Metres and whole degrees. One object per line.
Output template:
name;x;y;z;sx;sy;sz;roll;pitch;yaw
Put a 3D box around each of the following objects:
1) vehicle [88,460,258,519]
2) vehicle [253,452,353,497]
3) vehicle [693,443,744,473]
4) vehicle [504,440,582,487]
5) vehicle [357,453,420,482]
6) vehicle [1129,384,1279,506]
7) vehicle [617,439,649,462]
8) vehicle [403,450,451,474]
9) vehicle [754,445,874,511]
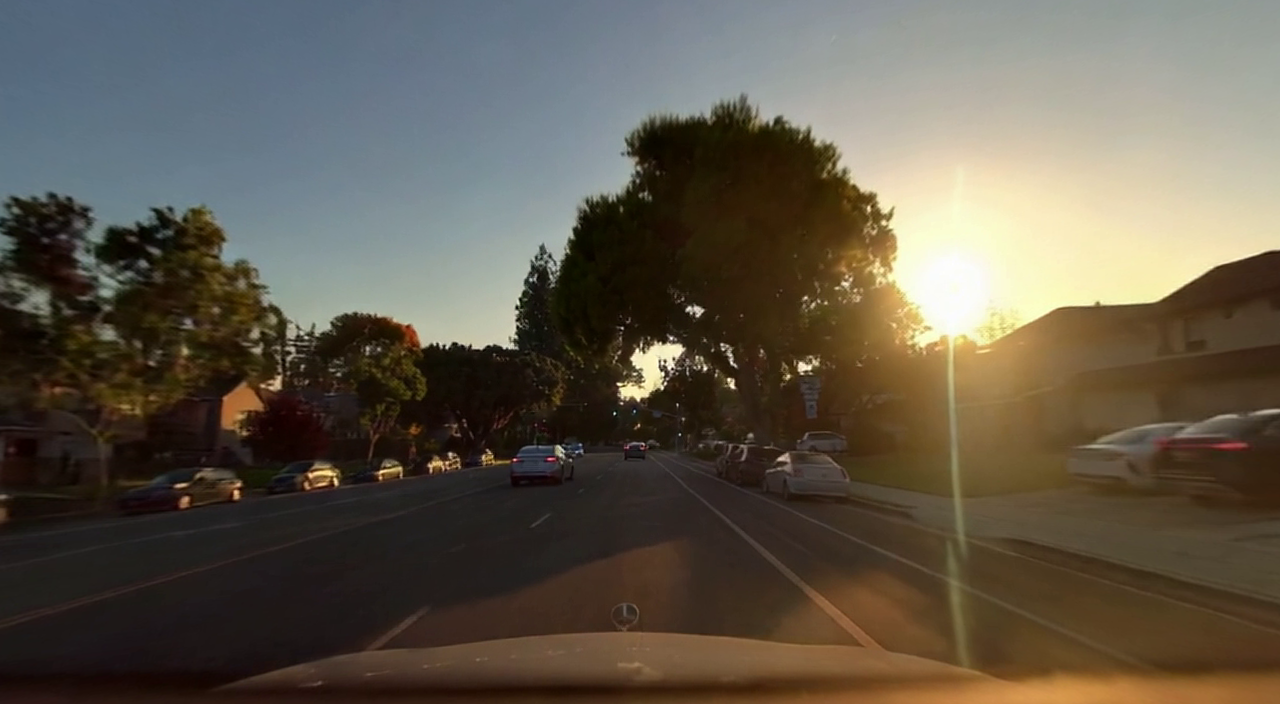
vehicle;-14.605;4.287;20.199;1.898;1.530;4.675;0;-9;-1
vehicle;-14.693;5.320;27.868;1.914;1.747;4.550;0;-9;0
vehicle;4.177;5.727;34.411;1.928;1.479;5.069;0;-9;-2
vehicle;-3.319;3.908;22.515;2.027;1.477;4.413;0;-9;1
vehicle;-14.654;6.732;37.136;1.827;1.480;4.738;0;-9;-1
vehicle;10.875;1.450;9.963;4.543;1.706;2.082;0;-9;-1
vehicle;-0.455;6.763;43.352;2.088;1.495;4.048;0;-9;0
vehicle;-14.593;7.523;43.563;1.830;1.511;4.734;0;-9;-2
vehicle;4.288;3.152;16.361;1.890;1.459;4.371;0;-9;1
